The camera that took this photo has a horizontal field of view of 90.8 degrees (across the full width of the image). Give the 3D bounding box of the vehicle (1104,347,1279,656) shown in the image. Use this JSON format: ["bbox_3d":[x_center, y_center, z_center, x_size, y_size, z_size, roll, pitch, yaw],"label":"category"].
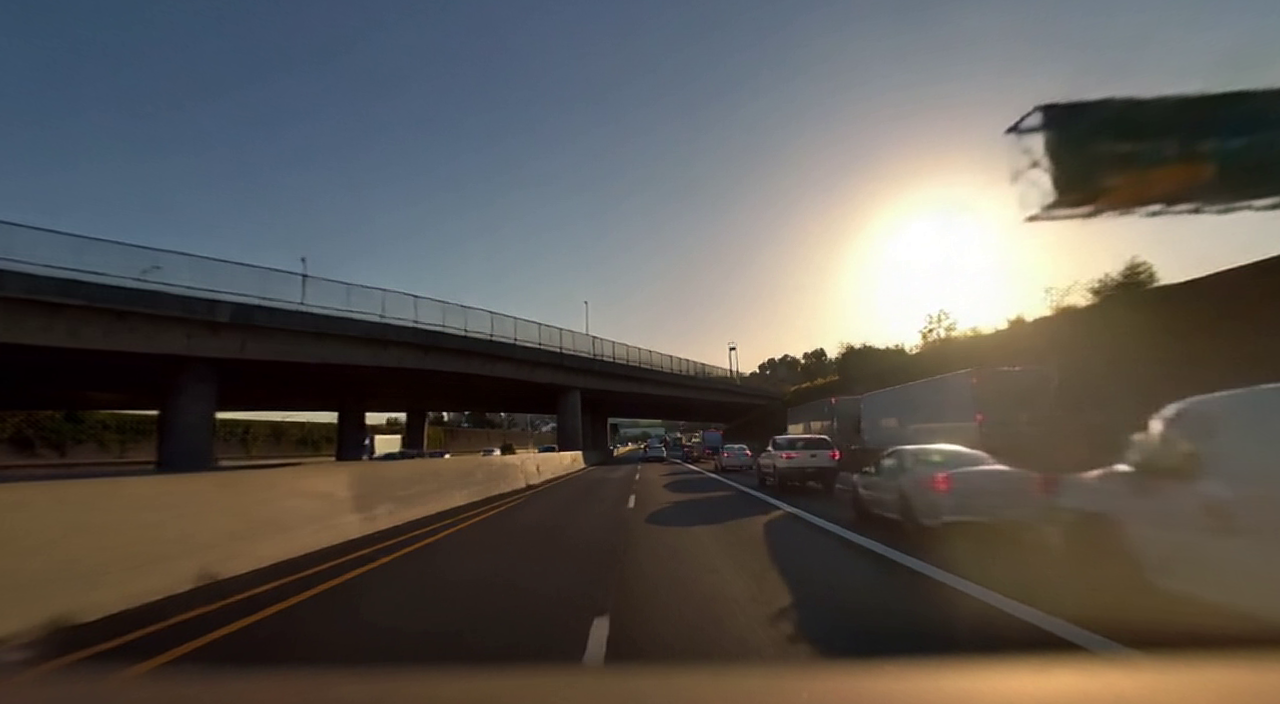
[{"bbox_3d":[5.004,0.780,2.918,1.991,1.921,4.879,0,-8,1],"label":"vehicle"}]

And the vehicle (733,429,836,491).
[{"bbox_3d":[4.679,3.593,21.361,2.201,1.804,4.801,0,-8,-2],"label":"vehicle"}]

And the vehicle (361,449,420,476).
[{"bbox_3d":[-15.565,6.909,39.675,1.855,1.550,4.300,0,-8,1],"label":"vehicle"}]

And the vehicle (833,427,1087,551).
[{"bbox_3d":[4.617,2.016,9.924,1.950,1.529,3.884,0,-8,0],"label":"vehicle"}]
